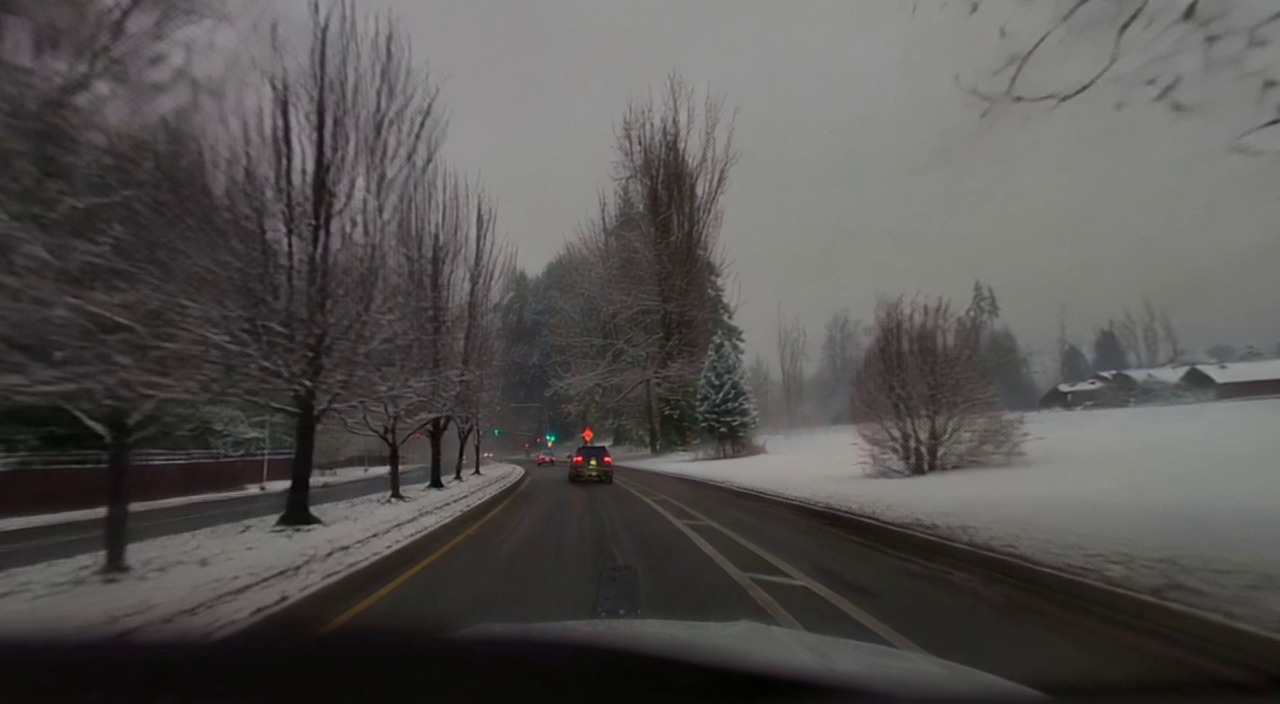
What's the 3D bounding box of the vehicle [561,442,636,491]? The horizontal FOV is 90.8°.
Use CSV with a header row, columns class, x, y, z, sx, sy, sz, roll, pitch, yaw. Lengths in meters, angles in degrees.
class,x,y,z,sx,sy,sz,roll,pitch,yaw
vehicle,-1.554,3.905,21.983,2.266,1.508,4.430,1,-9,-8
